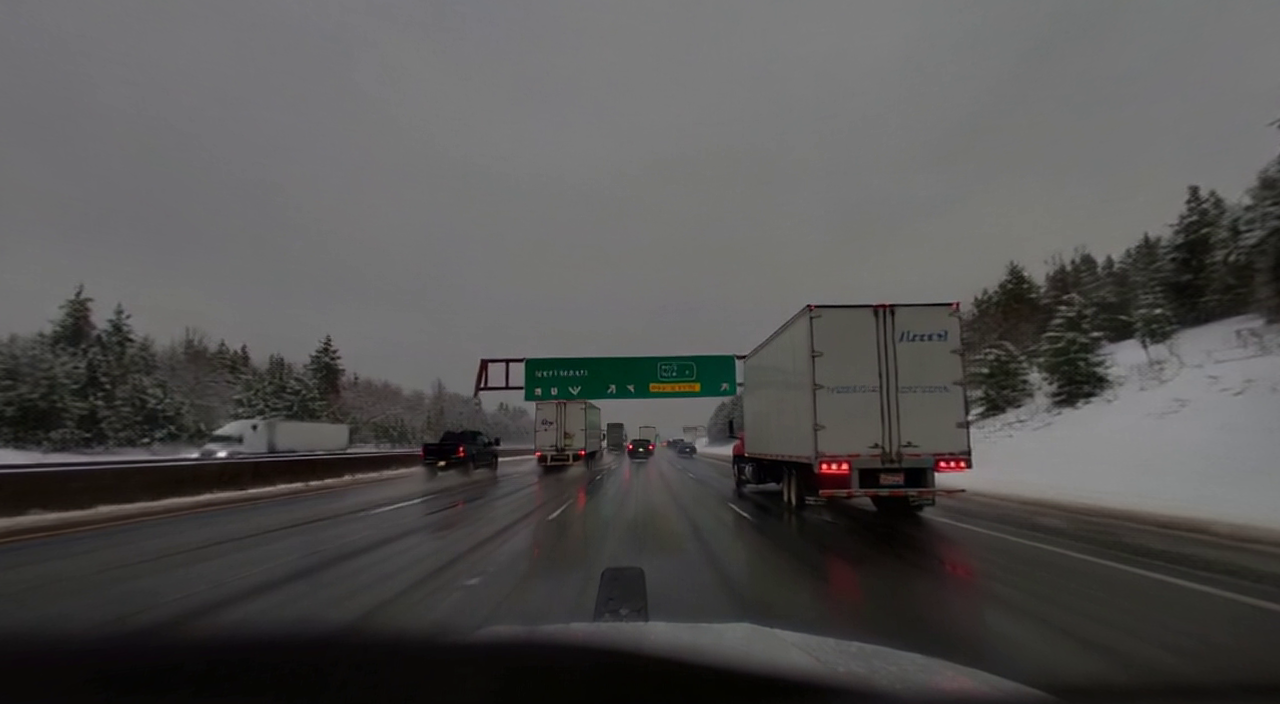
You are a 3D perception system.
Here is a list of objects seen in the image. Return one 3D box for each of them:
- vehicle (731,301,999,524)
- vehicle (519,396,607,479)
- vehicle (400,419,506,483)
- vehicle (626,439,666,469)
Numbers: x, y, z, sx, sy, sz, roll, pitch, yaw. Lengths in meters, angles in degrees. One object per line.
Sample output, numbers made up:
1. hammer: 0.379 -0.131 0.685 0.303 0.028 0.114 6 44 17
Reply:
1. vehicle: 4.025 1.463 13.662 2.895 3.484 7.631 0 -8 0
2. vehicle: -3.128 3.814 27.979 2.745 3.156 7.608 0 -8 2
3. vehicle: -7.044 3.828 24.522 2.322 2.195 5.556 0 -8 1
4. vehicle: 0.313 5.592 34.765 2.105 1.502 4.068 0 -8 0
